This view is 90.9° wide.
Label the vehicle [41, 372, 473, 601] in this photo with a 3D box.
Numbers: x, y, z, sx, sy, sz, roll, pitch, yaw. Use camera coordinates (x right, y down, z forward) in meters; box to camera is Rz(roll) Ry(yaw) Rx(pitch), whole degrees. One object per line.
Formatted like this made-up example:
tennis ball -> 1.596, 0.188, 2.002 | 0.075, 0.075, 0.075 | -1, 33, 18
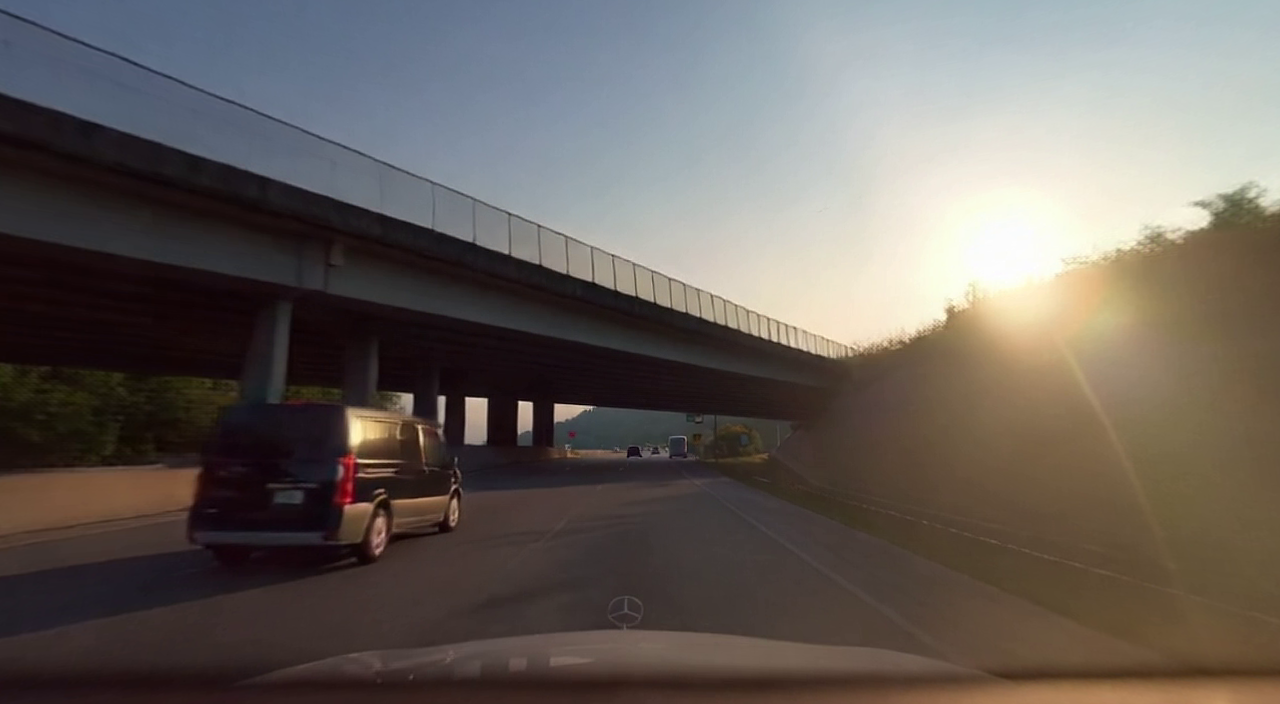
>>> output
vehicle -> -3.921, 1.531, 7.919 | 2.167, 1.929, 5.037 | 0, -9, 1
